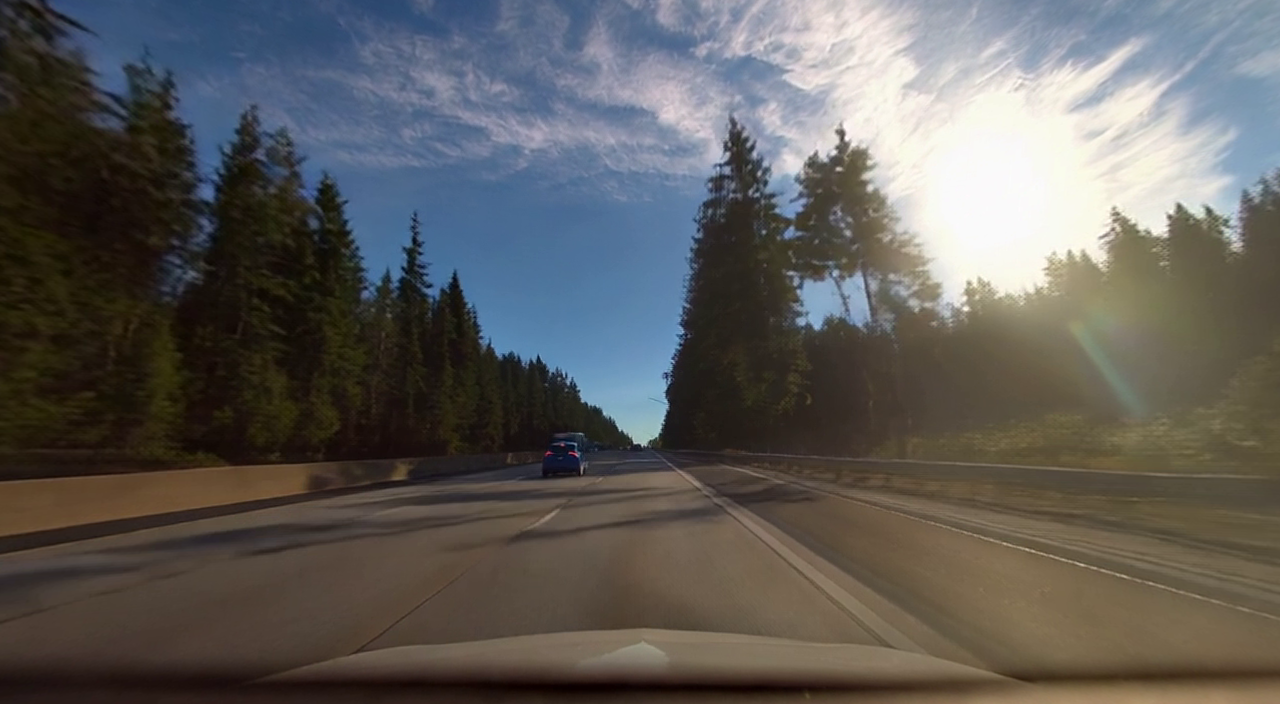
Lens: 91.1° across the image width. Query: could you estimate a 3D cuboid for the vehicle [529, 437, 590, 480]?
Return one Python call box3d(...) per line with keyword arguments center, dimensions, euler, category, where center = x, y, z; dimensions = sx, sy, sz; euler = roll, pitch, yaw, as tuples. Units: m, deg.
box3d(center=(-3.505, 4.722, 28.231), dimensions=(2.084, 1.752, 4.479), euler=(0, -8, 1), category="vehicle")
